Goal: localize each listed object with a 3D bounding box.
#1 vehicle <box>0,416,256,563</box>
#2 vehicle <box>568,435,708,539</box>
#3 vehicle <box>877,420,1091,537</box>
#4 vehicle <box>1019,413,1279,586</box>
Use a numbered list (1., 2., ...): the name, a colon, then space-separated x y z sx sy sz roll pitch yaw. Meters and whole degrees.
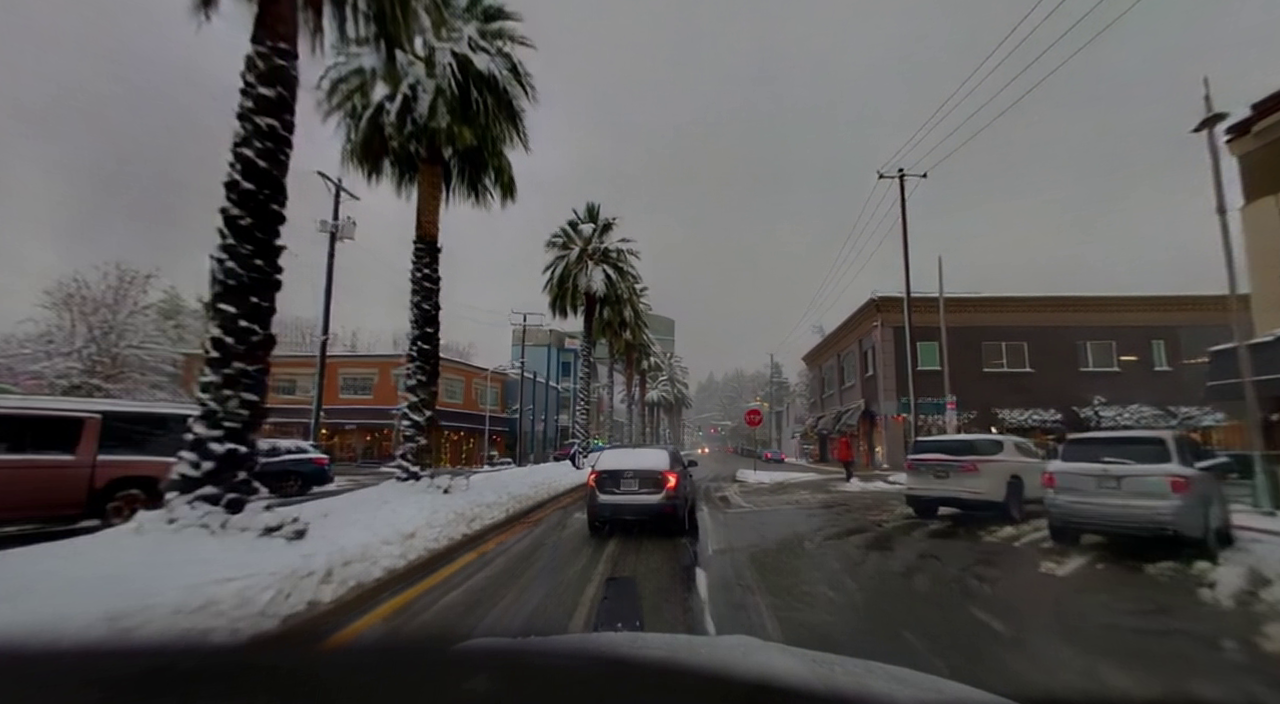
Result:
1. vehicle: -10.216 2.009 9.630 6.873 2.051 2.823 6 -9 -44
2. vehicle: 0.119 2.267 11.213 2.031 1.479 3.969 -1 -9 4
3. vehicle: 6.335 2.163 11.388 4.623 1.650 1.937 8 -12 -43
4. vehicle: 6.594 1.666 7.871 3.754 1.592 1.939 7 -11 -39
